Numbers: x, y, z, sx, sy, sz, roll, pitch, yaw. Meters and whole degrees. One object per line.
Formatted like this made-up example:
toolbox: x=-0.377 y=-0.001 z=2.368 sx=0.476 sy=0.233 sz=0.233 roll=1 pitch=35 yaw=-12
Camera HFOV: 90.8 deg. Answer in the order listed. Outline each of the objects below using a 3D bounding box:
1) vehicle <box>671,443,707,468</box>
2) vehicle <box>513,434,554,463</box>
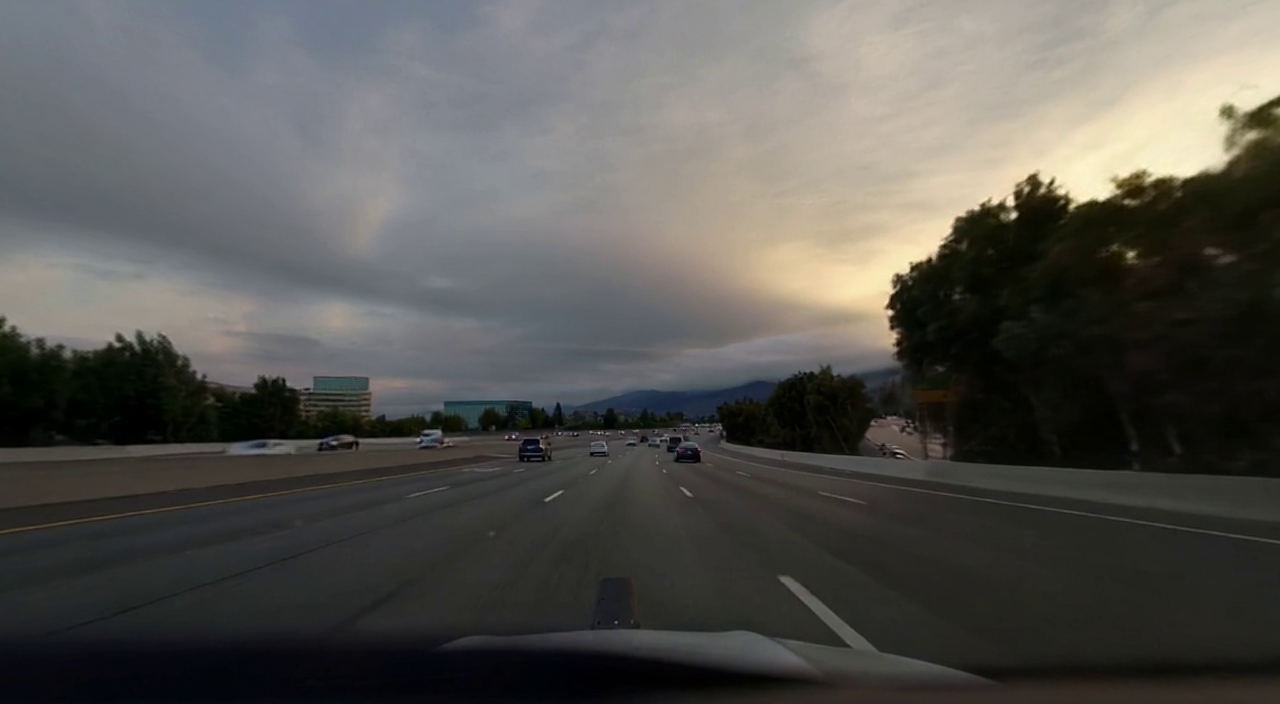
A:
vehicle: x=3.034 y=6.491 z=39.942 sx=1.967 sy=1.475 sz=4.080 roll=0 pitch=-8 yaw=0
vehicle: x=-7.232 y=6.612 z=43.398 sx=2.009 sy=1.850 sz=4.338 roll=0 pitch=-8 yaw=0
